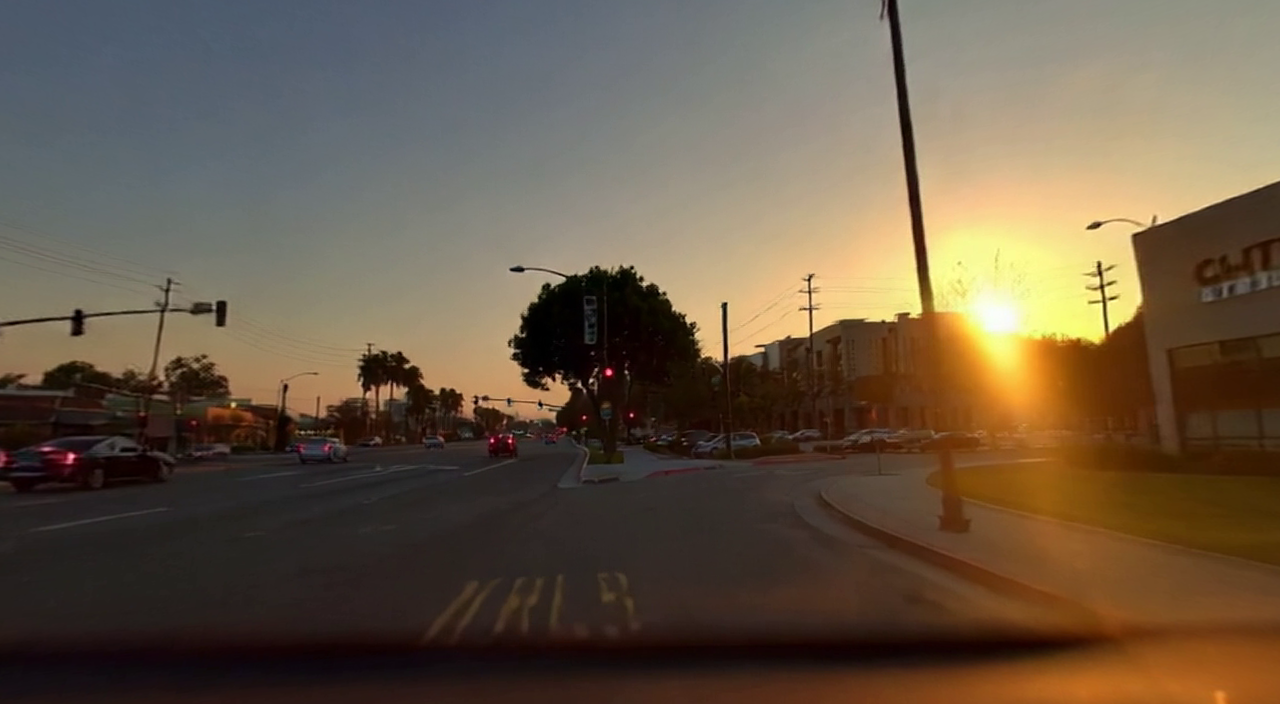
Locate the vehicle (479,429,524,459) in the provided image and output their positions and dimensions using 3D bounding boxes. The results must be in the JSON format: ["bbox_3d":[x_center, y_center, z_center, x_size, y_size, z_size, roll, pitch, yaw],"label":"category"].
[{"bbox_3d":[-8.769,5.891,40.113,2.114,1.784,4.450,0,-8,-3],"label":"vehicle"}]

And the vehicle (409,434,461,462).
[{"bbox_3d":[-12.334,5.775,37.985,1.977,1.584,3.983,1,-9,-4],"label":"vehicle"}]

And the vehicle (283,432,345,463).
[{"bbox_3d":[-19.585,5.741,37.956,2.156,1.742,4.264,2,-9,-12],"label":"vehicle"}]

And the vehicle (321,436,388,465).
[{"bbox_3d":[-15.276,5.291,33.813,1.900,1.462,4.225,1,-9,-4],"label":"vehicle"}]

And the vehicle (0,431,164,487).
[{"bbox_3d":[-17.066,3.189,19.043,1.916,1.481,4.430,0,-8,-3],"label":"vehicle"}]
